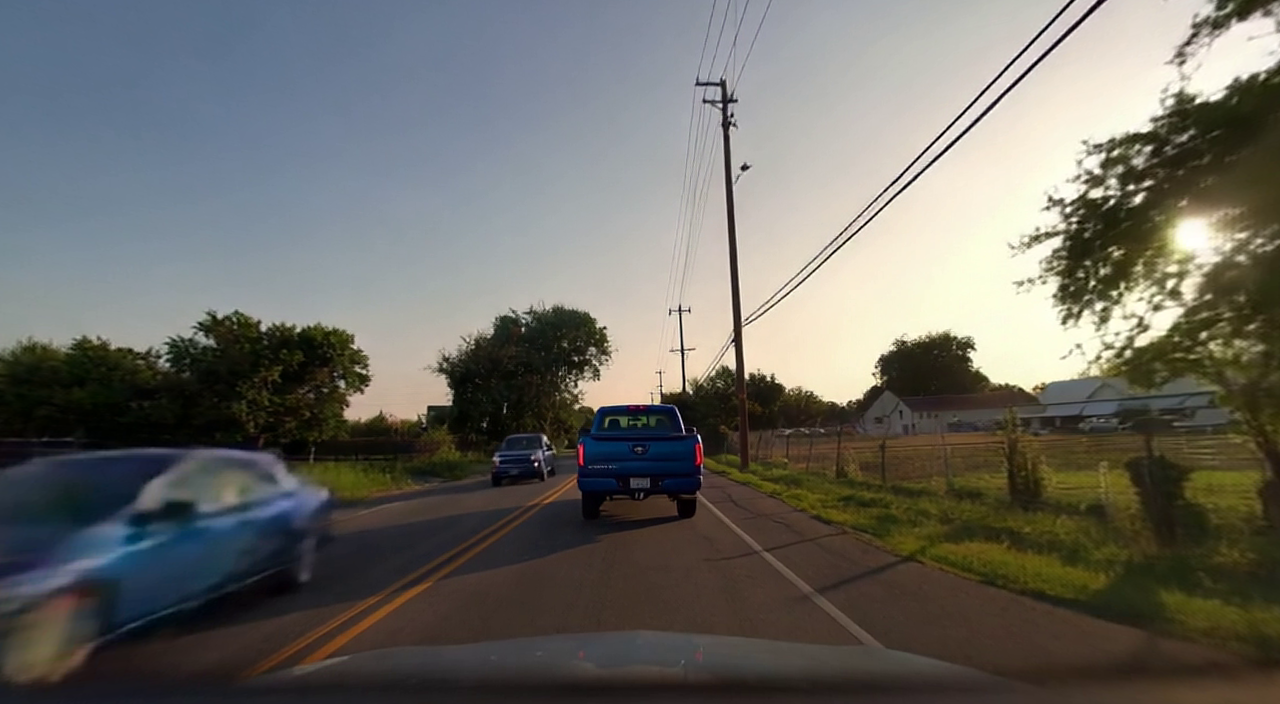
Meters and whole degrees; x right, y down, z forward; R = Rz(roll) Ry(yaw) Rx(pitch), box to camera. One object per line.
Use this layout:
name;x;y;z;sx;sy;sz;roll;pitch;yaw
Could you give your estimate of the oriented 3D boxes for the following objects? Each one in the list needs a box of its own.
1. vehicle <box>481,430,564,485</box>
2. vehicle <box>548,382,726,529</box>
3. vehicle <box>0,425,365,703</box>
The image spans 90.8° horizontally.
vehicle;-4.220;3.876;23.511;2.193;1.805;4.657;0;-8;0
vehicle;-0.091;2.012;12.651;2.693;2.223;5.885;0;-8;-1
vehicle;-4.071;1.361;4.844;1.974;1.455;4.289;0;-8;0
